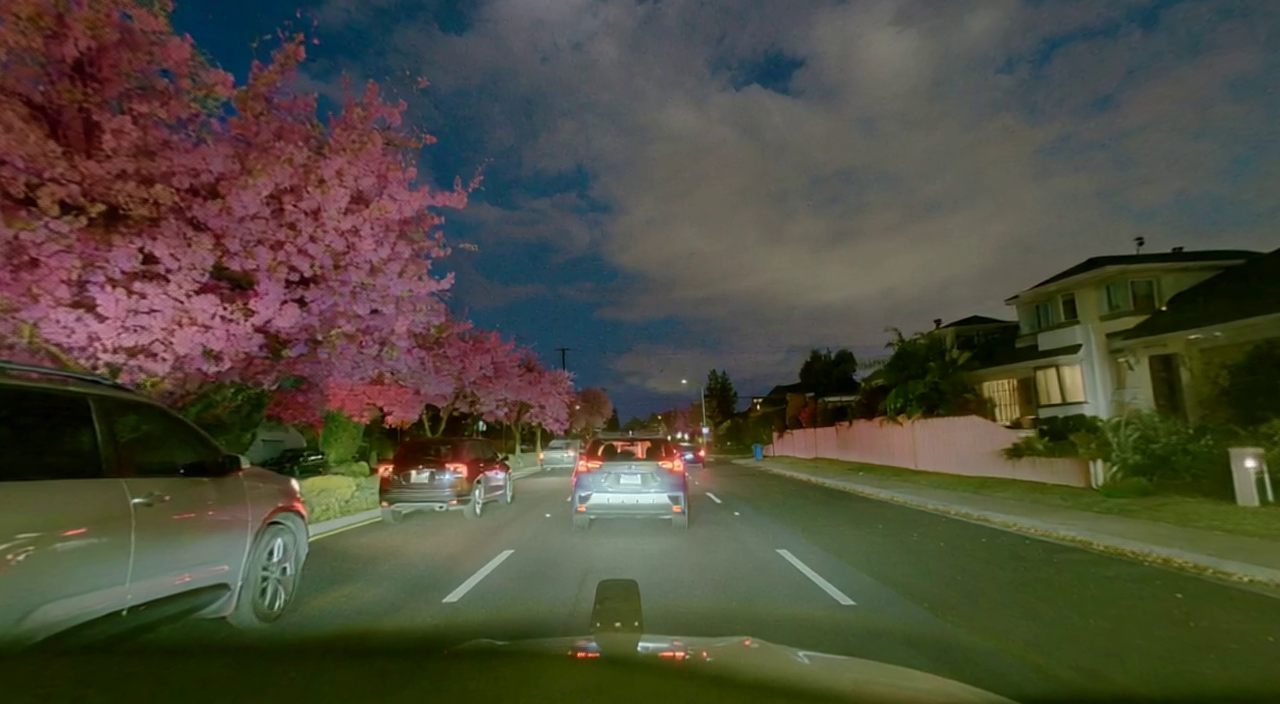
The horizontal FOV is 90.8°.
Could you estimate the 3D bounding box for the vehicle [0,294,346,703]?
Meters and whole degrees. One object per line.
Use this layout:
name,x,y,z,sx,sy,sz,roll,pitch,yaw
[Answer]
vehicle,-3.584,0.821,2.965,2.161,1.919,4.798,0,-8,-1

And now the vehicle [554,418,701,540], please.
vehicle,-0.202,2.015,10.590,1.997,1.636,3.760,0,-8,-1

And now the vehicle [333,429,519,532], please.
vehicle,-3.671,2.265,11.731,2.066,1.565,3.905,0,-8,0
